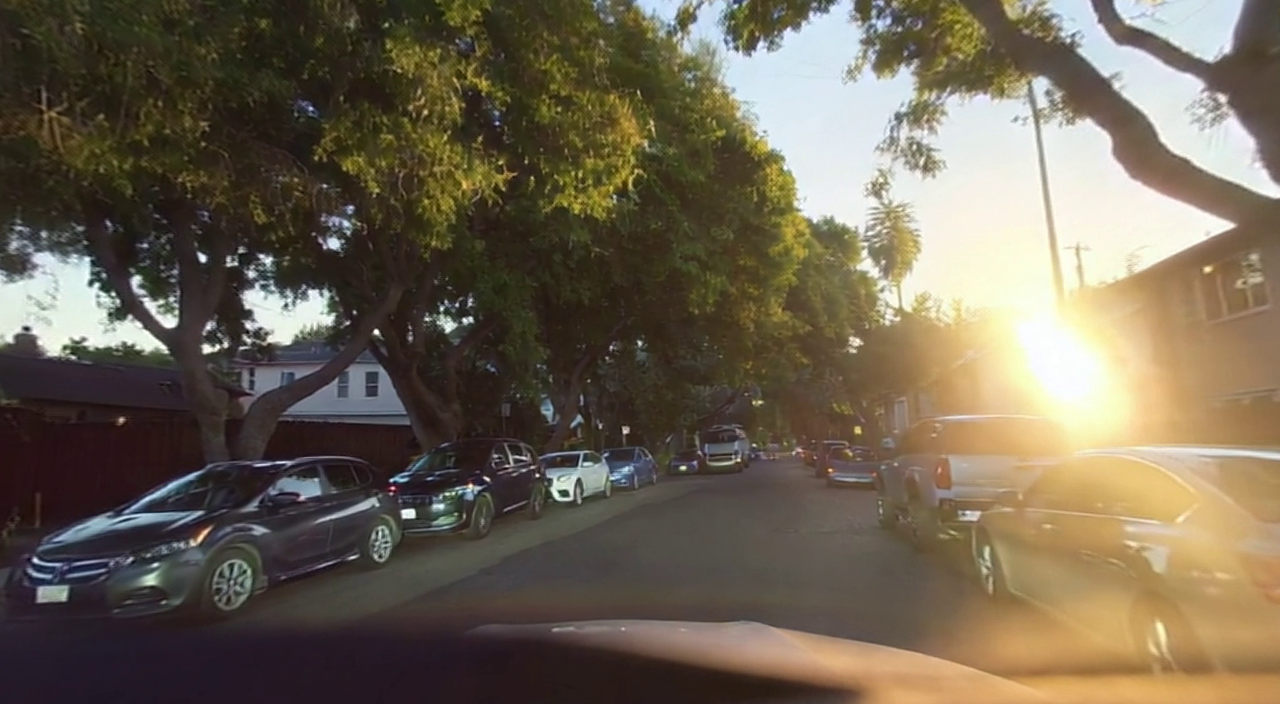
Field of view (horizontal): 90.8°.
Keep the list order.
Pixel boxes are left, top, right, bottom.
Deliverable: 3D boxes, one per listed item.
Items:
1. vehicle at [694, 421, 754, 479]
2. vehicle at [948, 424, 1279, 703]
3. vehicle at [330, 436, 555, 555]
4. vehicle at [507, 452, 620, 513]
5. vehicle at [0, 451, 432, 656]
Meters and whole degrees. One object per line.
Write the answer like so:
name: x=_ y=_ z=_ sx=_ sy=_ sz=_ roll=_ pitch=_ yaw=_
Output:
vehicle: x=4.864 y=5.463 z=35.543 sx=2.716 sy=2.887 sz=6.781 roll=-2 pitch=-9 yaw=12
vehicle: x=3.738 y=1.237 z=3.968 sx=1.992 sy=1.456 sz=4.610 roll=-2 pitch=-8 yaw=10
vehicle: x=-3.463 y=2.603 z=12.445 sx=2.203 sy=1.815 sz=4.972 roll=-1 pitch=-8 yaw=9
vehicle: x=-2.046 y=3.695 z=18.526 sx=1.861 sy=1.474 sz=4.749 roll=-2 pitch=-9 yaw=12
vehicle: x=-4.366 y=1.916 z=7.244 sx=1.855 sy=1.510 sz=4.406 roll=-2 pitch=-8 yaw=10
